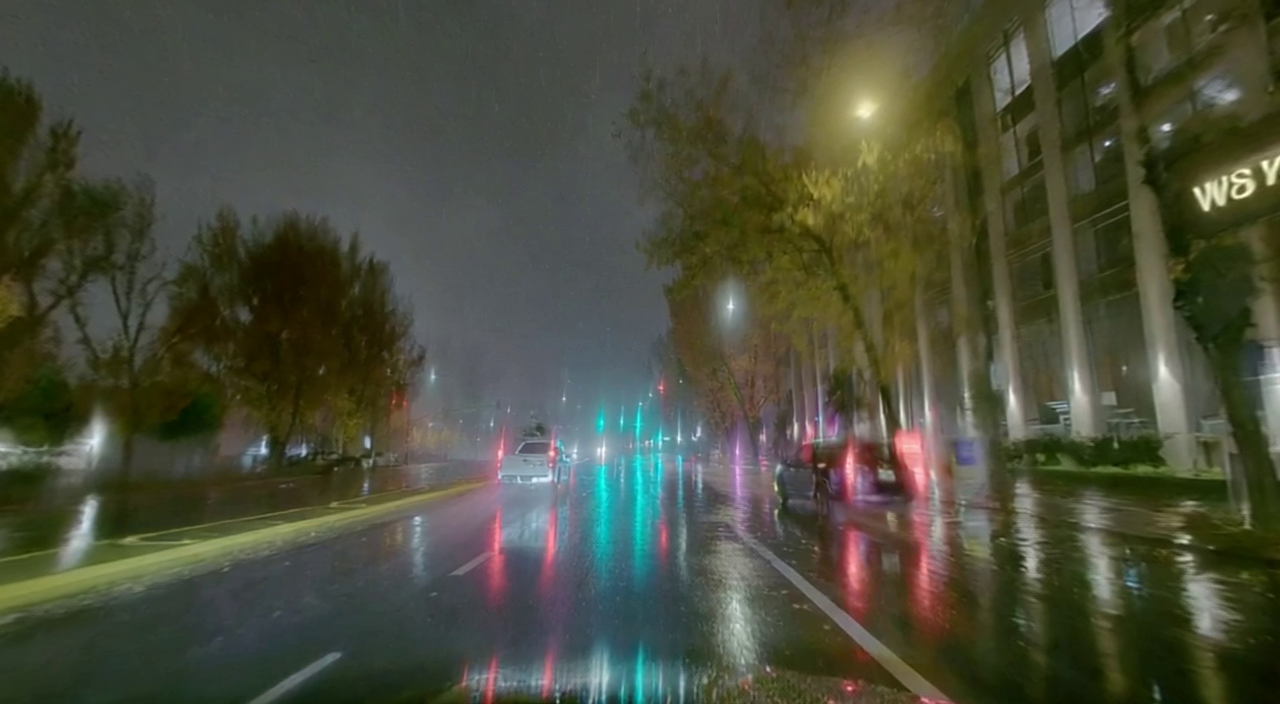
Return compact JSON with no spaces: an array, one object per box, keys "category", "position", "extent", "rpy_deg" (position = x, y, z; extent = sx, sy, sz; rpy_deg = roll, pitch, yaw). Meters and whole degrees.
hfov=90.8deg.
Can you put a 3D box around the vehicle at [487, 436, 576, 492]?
[{"category":"vehicle","position":[-3.559,3.779,21.691],"extent":[2.145,1.694,4.642],"rpy_deg":[0,-9,1]}]

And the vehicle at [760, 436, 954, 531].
[{"category":"vehicle","position":[3.866,2.417,12.286],"extent":[1.961,1.482,4.538],"rpy_deg":[0,-9,-3]}]
